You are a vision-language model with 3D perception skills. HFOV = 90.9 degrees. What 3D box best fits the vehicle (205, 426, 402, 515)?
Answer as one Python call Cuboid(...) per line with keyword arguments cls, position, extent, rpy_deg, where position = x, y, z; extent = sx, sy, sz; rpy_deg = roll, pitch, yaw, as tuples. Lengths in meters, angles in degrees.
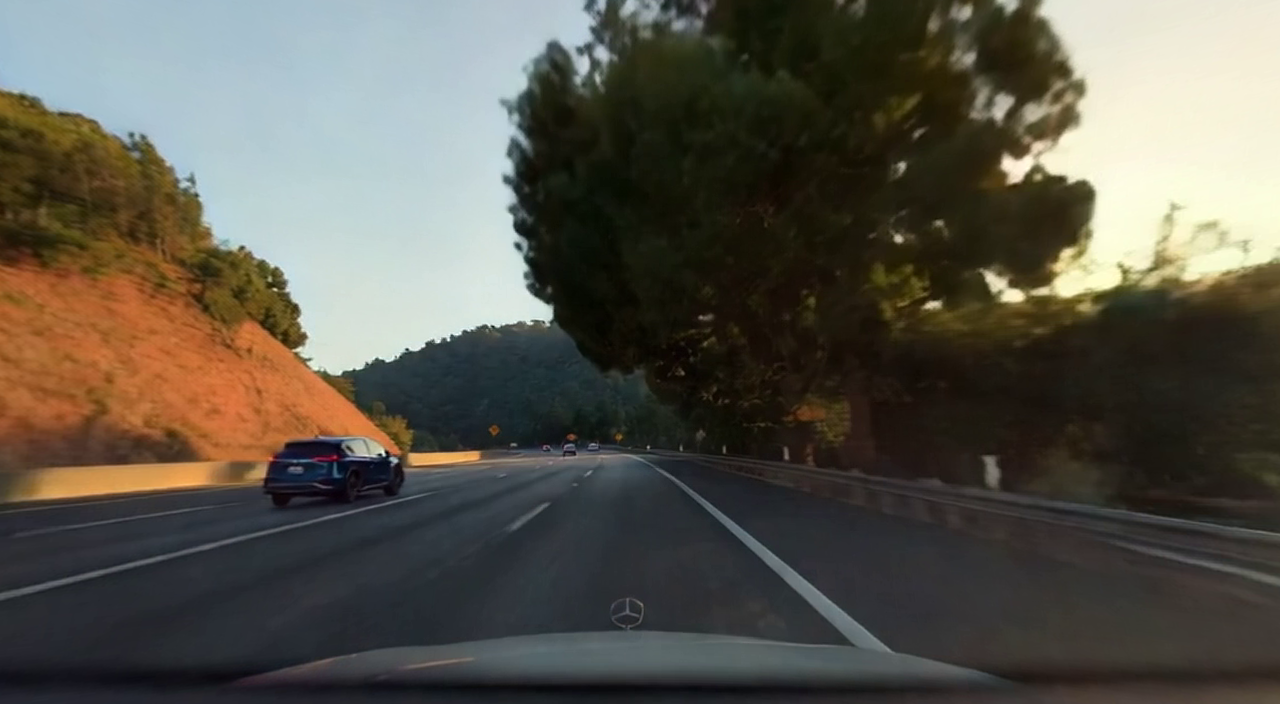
Cuboid(cls="vehicle", position=(-7.431, 2.654, 14.610), extent=(2.046, 1.712, 4.533), rpy_deg=(0, -8, 0))
